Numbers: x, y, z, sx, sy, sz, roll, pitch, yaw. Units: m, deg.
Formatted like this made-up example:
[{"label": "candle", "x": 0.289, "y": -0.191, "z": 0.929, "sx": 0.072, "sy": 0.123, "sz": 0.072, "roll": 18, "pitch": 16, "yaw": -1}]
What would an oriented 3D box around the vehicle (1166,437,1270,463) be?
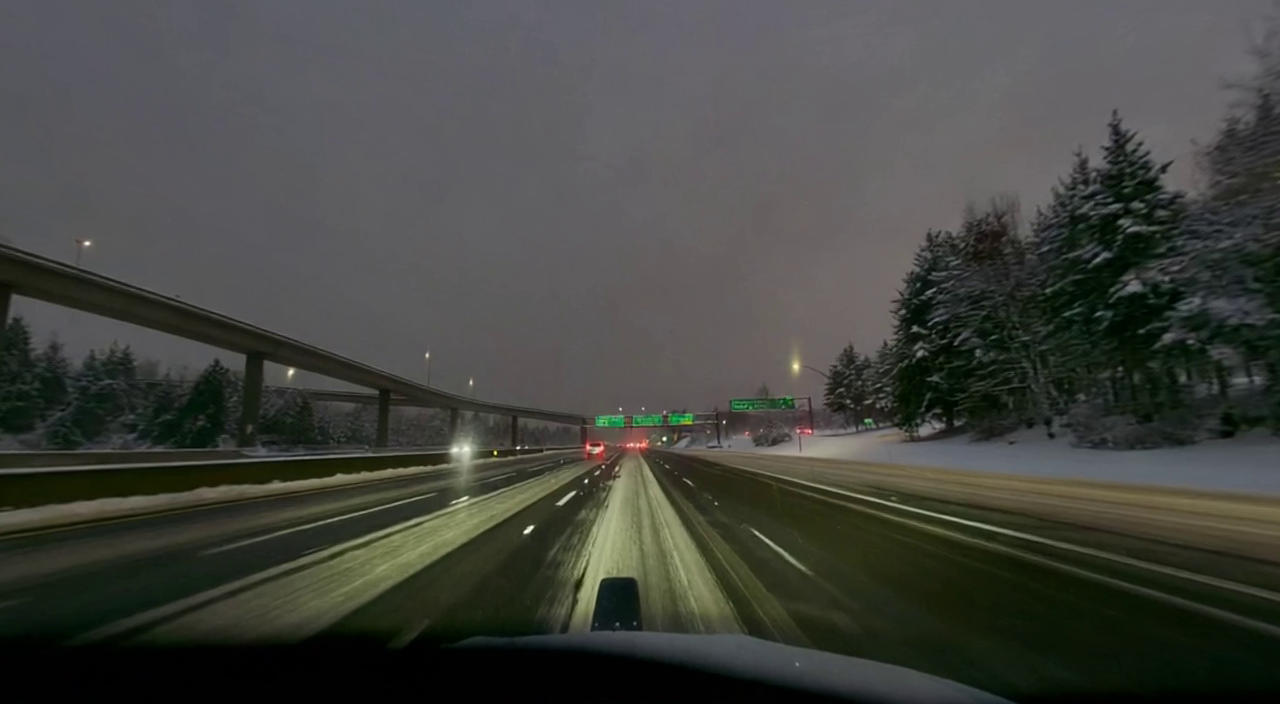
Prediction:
[{"label": "vehicle", "x": 36.358, "y": 6.180, "z": 39.946, "sx": 1.937, "sy": 1.478, "sz": 4.733, "roll": 0, "pitch": -8, "yaw": -3}]
